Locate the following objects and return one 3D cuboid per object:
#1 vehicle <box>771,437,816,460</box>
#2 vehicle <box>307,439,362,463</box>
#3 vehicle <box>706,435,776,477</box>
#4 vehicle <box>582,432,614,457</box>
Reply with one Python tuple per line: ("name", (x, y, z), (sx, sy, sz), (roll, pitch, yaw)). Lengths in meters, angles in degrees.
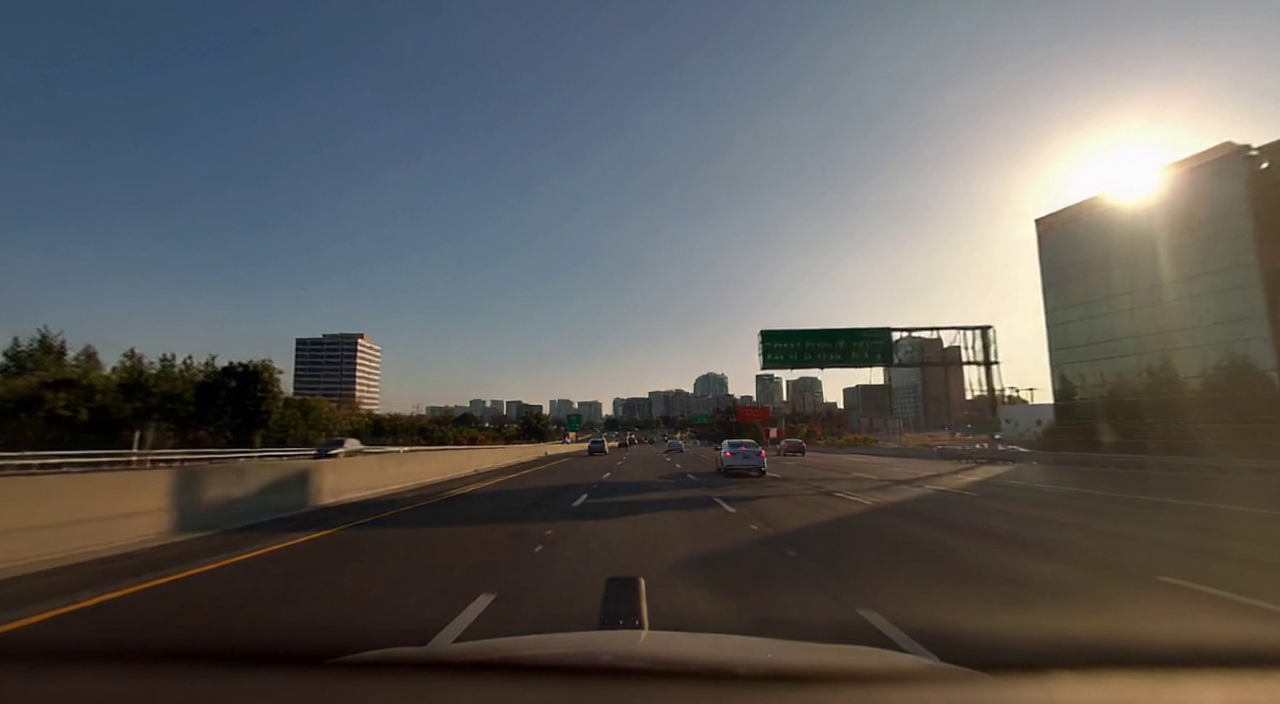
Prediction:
("vehicle", (10.980, 6.925, 45.488), (2.019, 1.529, 4.385), (0, -8, -1))
("vehicle", (-21.892, 7.095, 45.400), (1.865, 1.631, 4.173), (0, -8, -1))
("vehicle", (3.797, 4.009, 24.552), (1.961, 1.504, 4.094), (0, -8, -1))
("vehicle", (-3.106, 6.922, 47.081), (2.072, 1.730, 4.381), (0, -8, 0))
